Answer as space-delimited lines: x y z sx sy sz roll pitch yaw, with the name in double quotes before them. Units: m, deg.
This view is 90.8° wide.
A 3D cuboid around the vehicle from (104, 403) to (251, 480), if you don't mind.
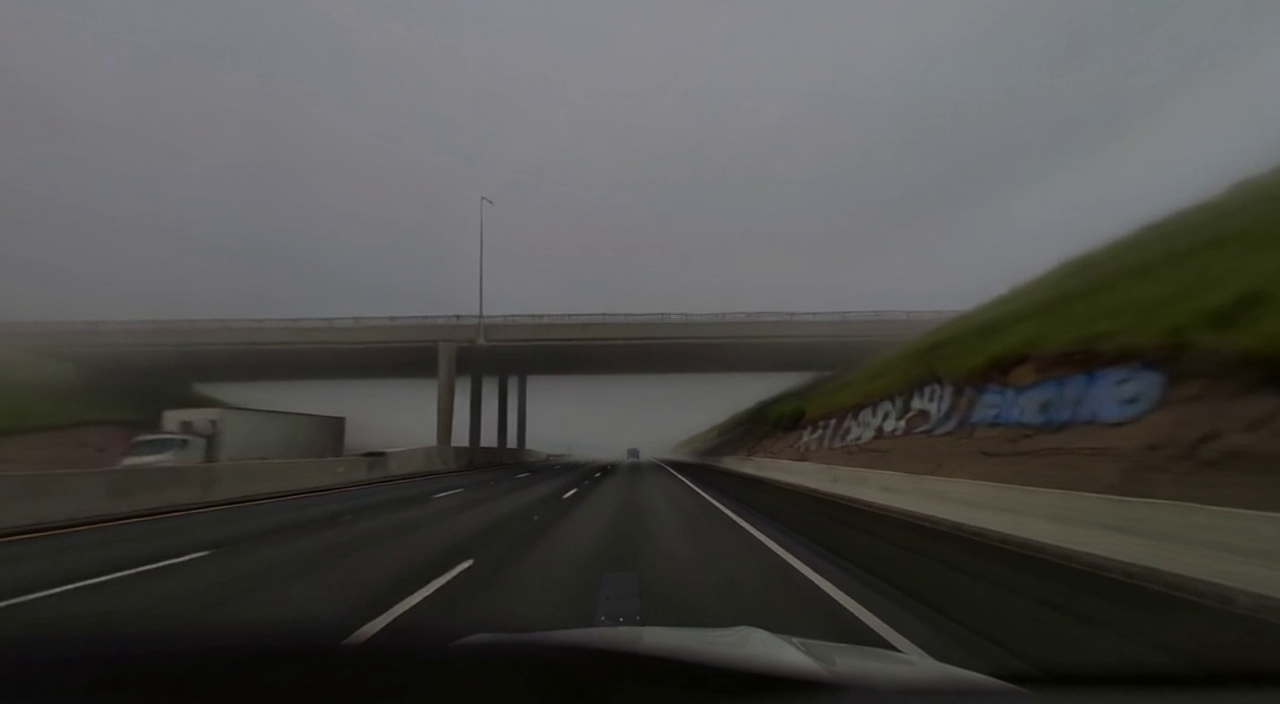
"vehicle" -23.754 4.708 32.875 2.996 3.607 5.868 0 -9 0
